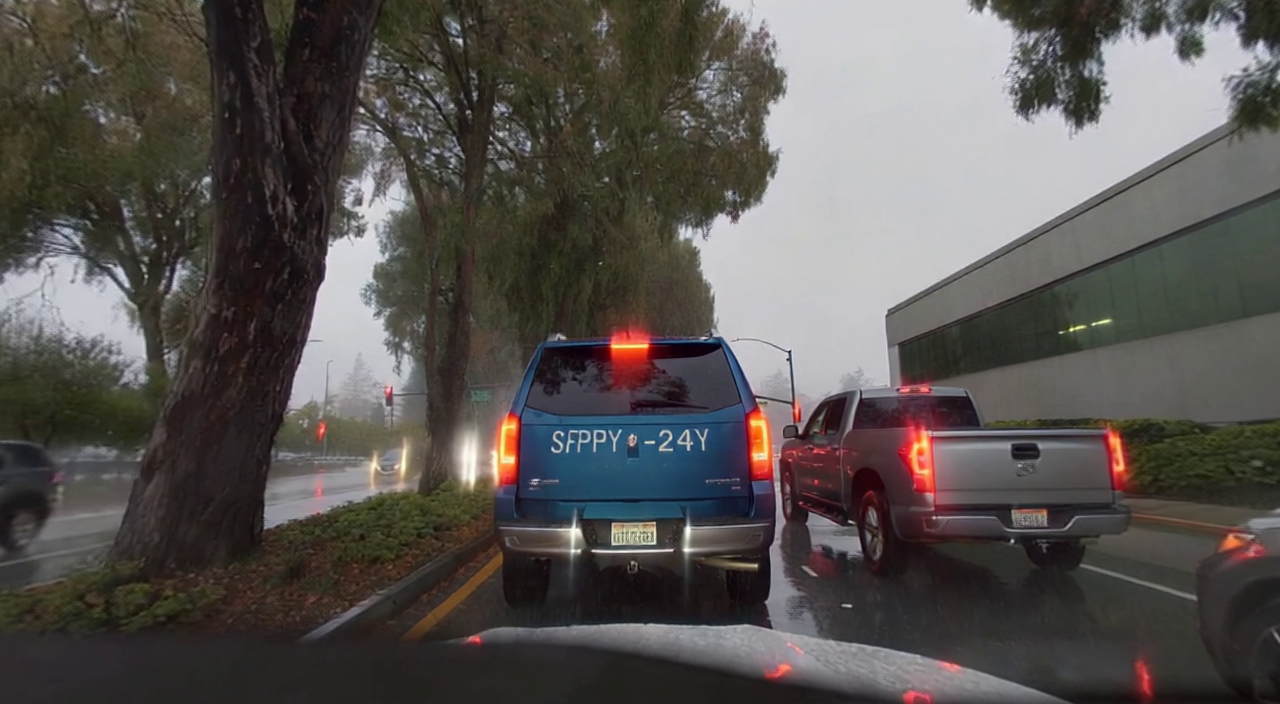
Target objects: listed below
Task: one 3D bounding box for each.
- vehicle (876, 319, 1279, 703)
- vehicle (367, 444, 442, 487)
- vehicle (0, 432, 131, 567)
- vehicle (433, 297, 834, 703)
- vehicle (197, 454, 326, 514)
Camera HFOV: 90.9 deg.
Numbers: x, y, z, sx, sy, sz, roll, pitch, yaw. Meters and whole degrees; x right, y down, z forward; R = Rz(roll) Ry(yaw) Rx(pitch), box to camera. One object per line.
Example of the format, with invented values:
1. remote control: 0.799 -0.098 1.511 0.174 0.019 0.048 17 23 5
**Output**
1. vehicle: 3.084 0.985 3.486 2.022 1.700 4.410 0 -8 3
2. vehicle: -12.364 5.967 33.472 2.111 1.917 4.758 -5 -9 1
3. vehicle: -10.959 2.253 9.248 2.362 2.052 6.109 -2 -8 -6
4. vehicle: 0.017 1.161 5.887 2.267 2.372 4.366 0 -8 2
5. vehicle: -16.113 5.577 27.224 2.637 2.293 4.494 0 -8 1
